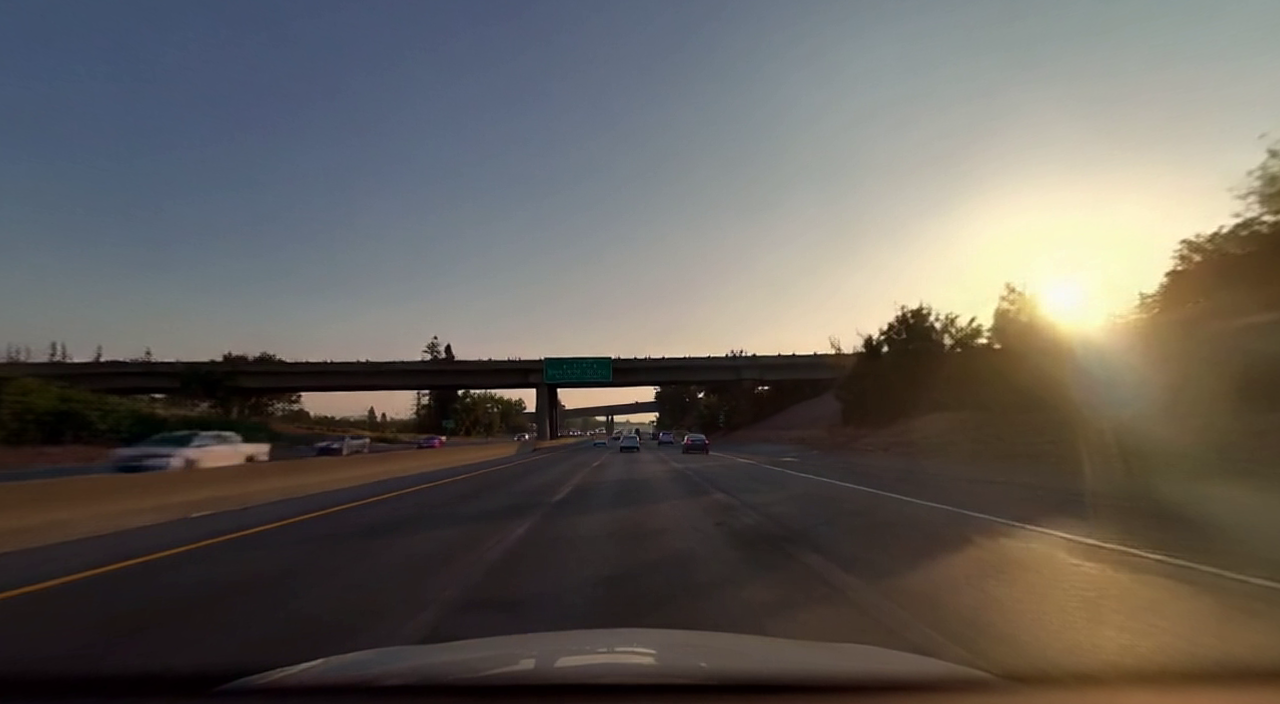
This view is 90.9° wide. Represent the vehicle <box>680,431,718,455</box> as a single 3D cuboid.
[{"bbox_3d":[3.965,6.178,43.028,2.056,1.508,4.093,0,-8,-2],"label":"vehicle"}]

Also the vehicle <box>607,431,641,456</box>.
[{"bbox_3d":[-0.952,5.592,38.757,1.987,1.440,3.565,0,-8,-1],"label":"vehicle"}]
